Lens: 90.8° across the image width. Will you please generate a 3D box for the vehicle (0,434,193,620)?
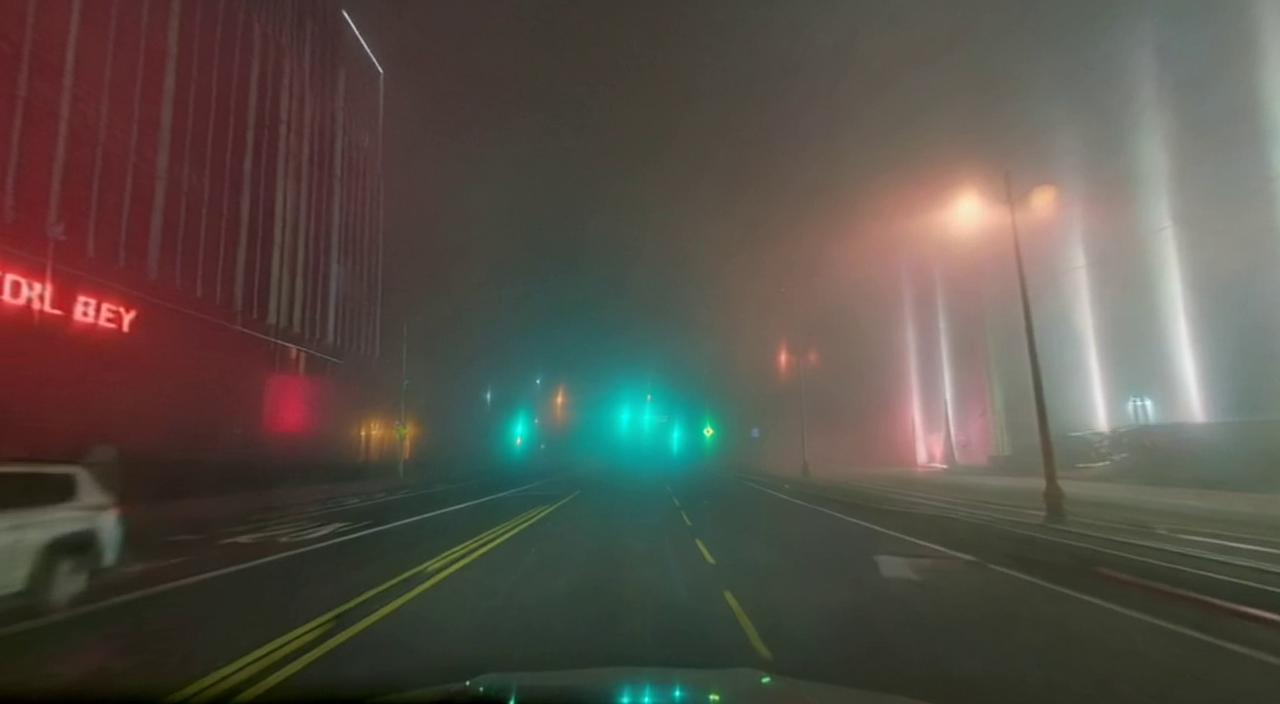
[{"bbox_3d":[-6.472,1.455,5.128,2.037,1.563,4.754,-1,-8,3],"label":"vehicle"}]
